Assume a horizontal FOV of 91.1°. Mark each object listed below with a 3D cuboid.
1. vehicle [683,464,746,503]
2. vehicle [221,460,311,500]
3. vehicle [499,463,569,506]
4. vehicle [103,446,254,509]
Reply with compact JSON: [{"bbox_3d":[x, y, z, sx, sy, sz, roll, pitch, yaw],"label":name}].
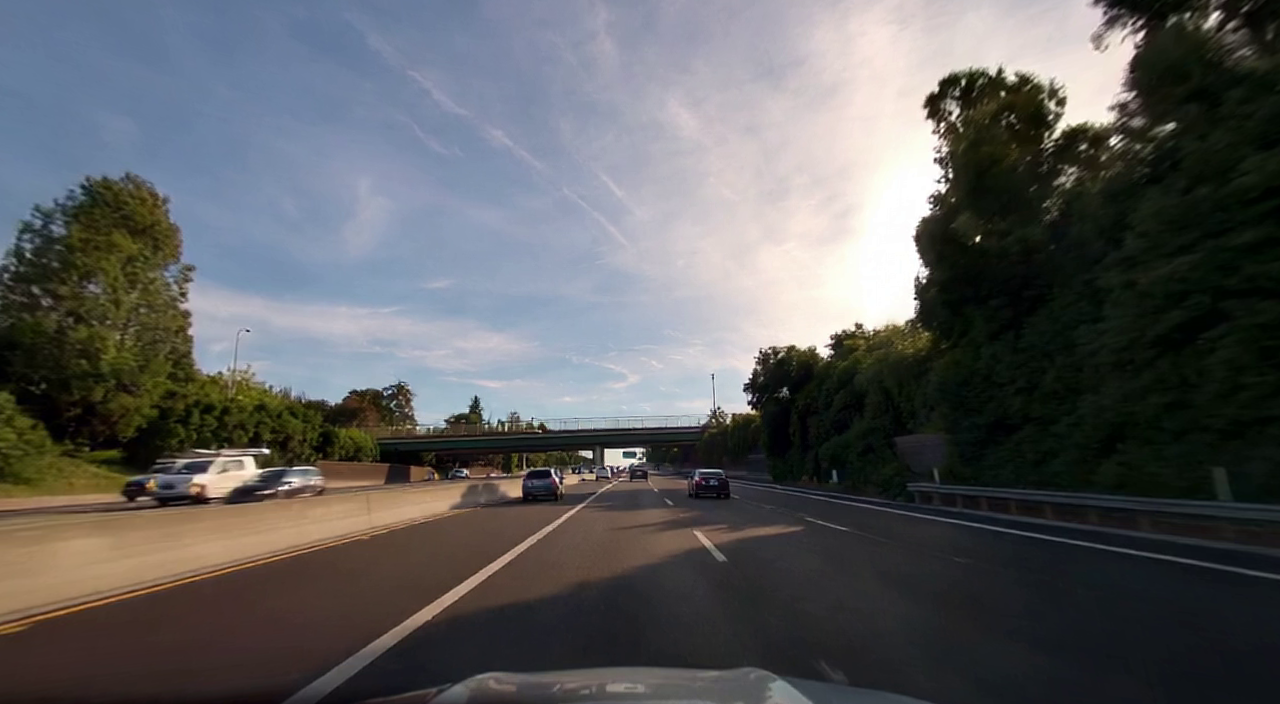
[{"bbox_3d":[3.130,5.679,27.422,2.092,1.518,4.348,1,-10,-2],"label":"vehicle"},{"bbox_3d":[-20.642,7.073,34.898,2.255,2.062,4.298,1,-10,-1],"label":"vehicle"},{"bbox_3d":[-4.018,5.090,24.399,1.975,1.486,3.903,0,-10,1],"label":"vehicle"},{"bbox_3d":[-20.566,5.641,28.481,2.319,2.493,5.837,1,-10,0],"label":"vehicle"}]
